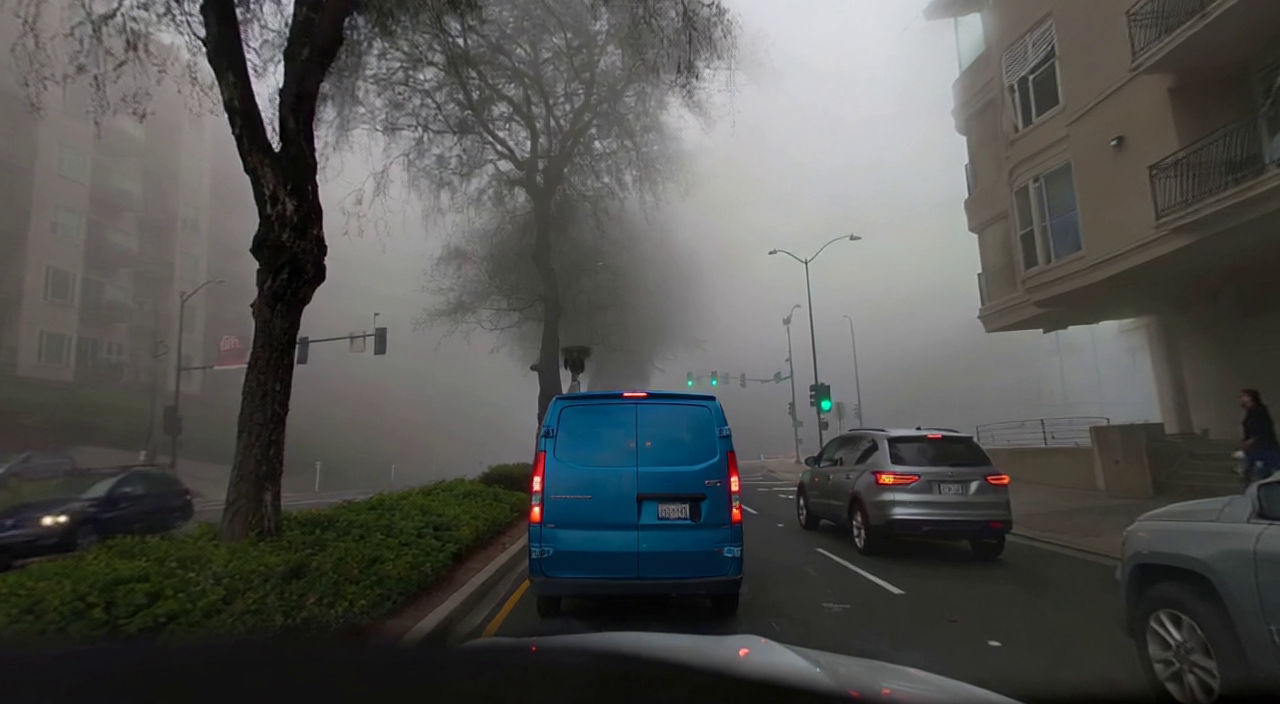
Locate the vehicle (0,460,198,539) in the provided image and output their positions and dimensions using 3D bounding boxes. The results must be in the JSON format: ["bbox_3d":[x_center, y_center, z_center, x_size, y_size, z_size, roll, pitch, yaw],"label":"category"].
[{"bbox_3d":[-12.906,3.382,15.097,1.852,1.485,4.428,1,-9,-7],"label":"vehicle"}]

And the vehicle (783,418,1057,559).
[{"bbox_3d":[3.917,2.000,10.016,2.061,1.676,4.734,0,-9,-2],"label":"vehicle"}]

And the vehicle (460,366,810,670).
[{"bbox_3d":[-0.032,1.321,6.031,2.101,1.828,4.270,0,-9,0],"label":"vehicle"}]

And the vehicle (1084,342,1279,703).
[{"bbox_3d":[3.803,0.692,1.735,2.157,1.748,4.130,0,-9,1],"label":"vehicle"}]
